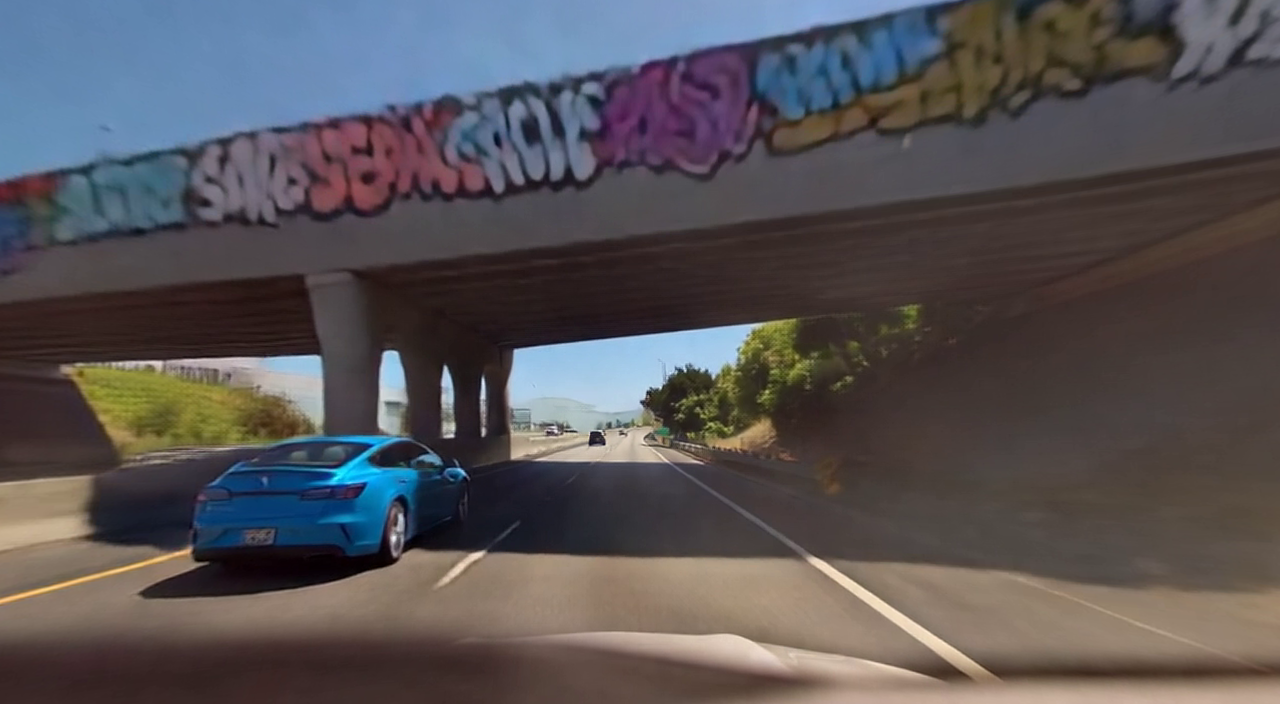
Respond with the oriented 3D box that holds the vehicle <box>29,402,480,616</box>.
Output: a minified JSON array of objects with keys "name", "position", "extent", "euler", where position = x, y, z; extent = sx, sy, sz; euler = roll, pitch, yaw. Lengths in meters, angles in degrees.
[{"name":"vehicle","position":[-3.405,1.449,6.953],"extent":[2.108,1.555,4.574],"euler":[0,-7,-1]}]
